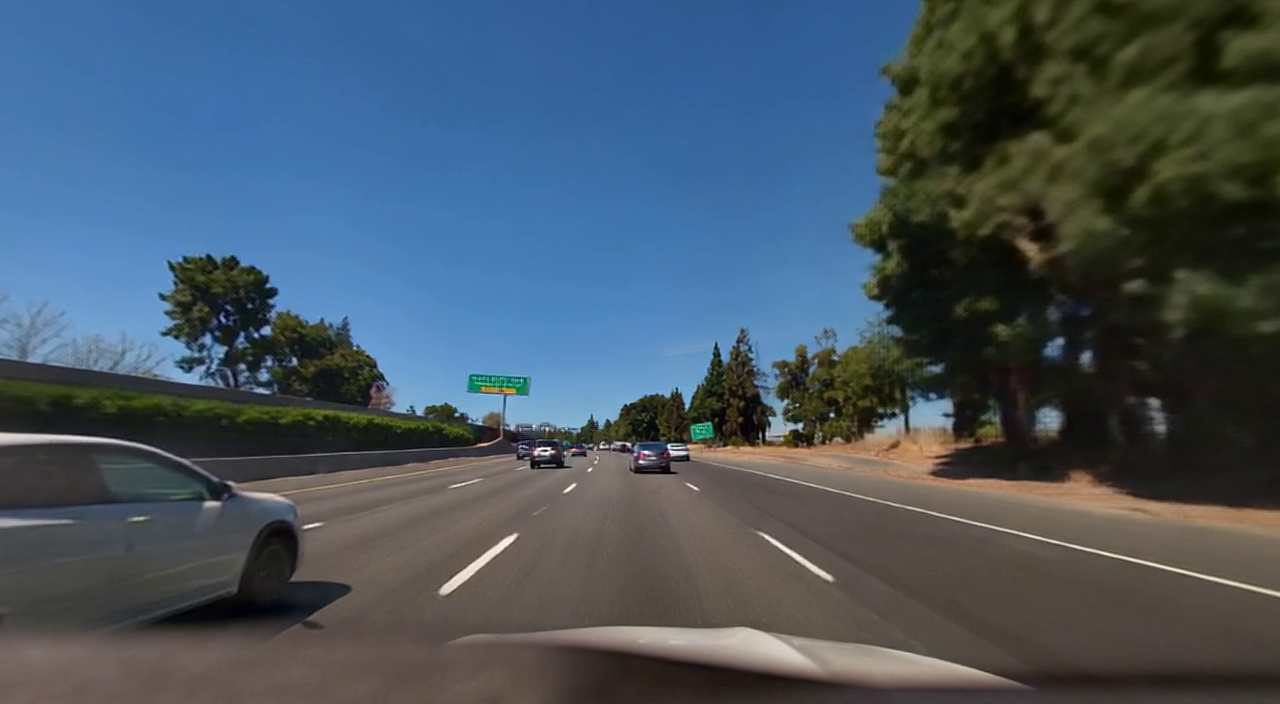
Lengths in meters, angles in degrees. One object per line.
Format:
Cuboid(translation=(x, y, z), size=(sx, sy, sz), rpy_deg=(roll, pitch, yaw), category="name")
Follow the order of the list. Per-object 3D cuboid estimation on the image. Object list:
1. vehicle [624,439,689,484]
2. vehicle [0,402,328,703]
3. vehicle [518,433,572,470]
Cuboid(translation=(0.485, 3.914, 22.849), size=(1.947, 1.437, 4.345), rpy_deg=(0, -9, -4), category="vehicle")
Cuboid(translation=(-3.855, 1.029, 3.149), size=(2.049, 1.482, 4.981), rpy_deg=(0, -9, 0), category="vehicle")
Cuboid(translation=(-4.803, 5.125, 32.558), size=(2.244, 1.755, 4.417), rpy_deg=(0, -9, -2), category="vehicle")
